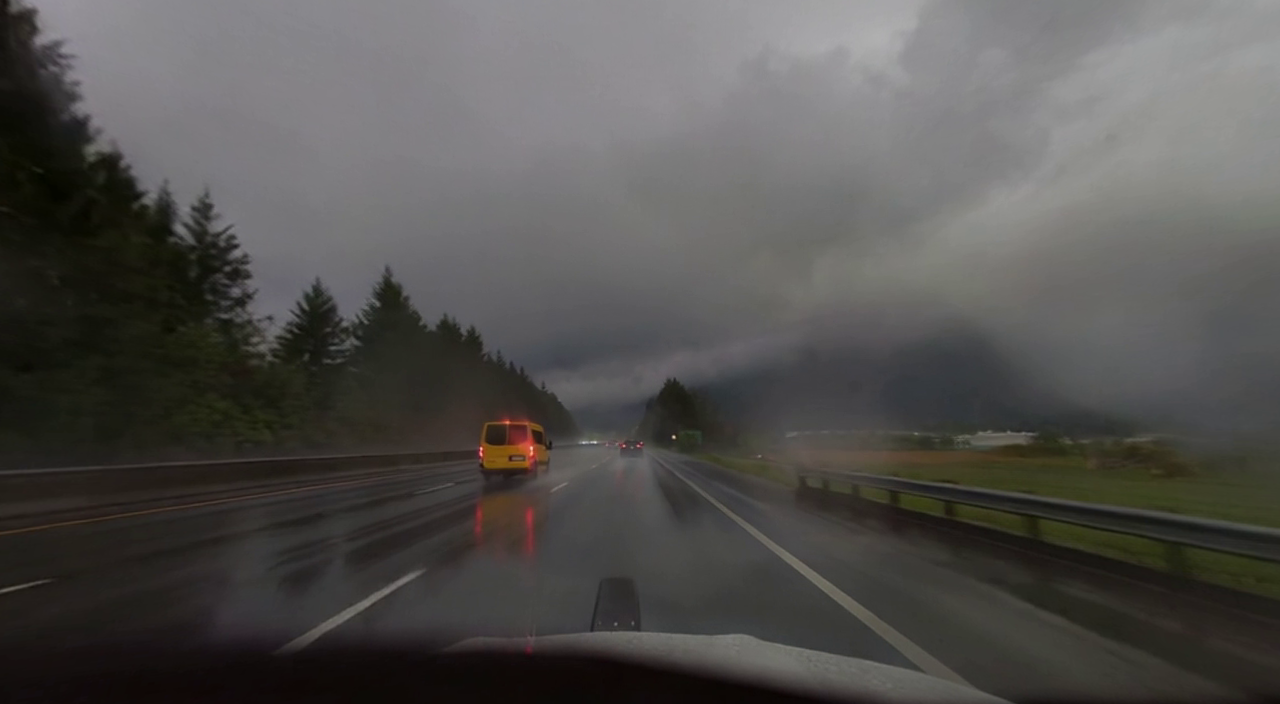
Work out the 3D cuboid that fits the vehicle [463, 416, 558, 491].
[{"bbox_3d":[-3.887,3.144,19.778,1.976,2.029,4.737,-1,-8,0],"label":"vehicle"}]
